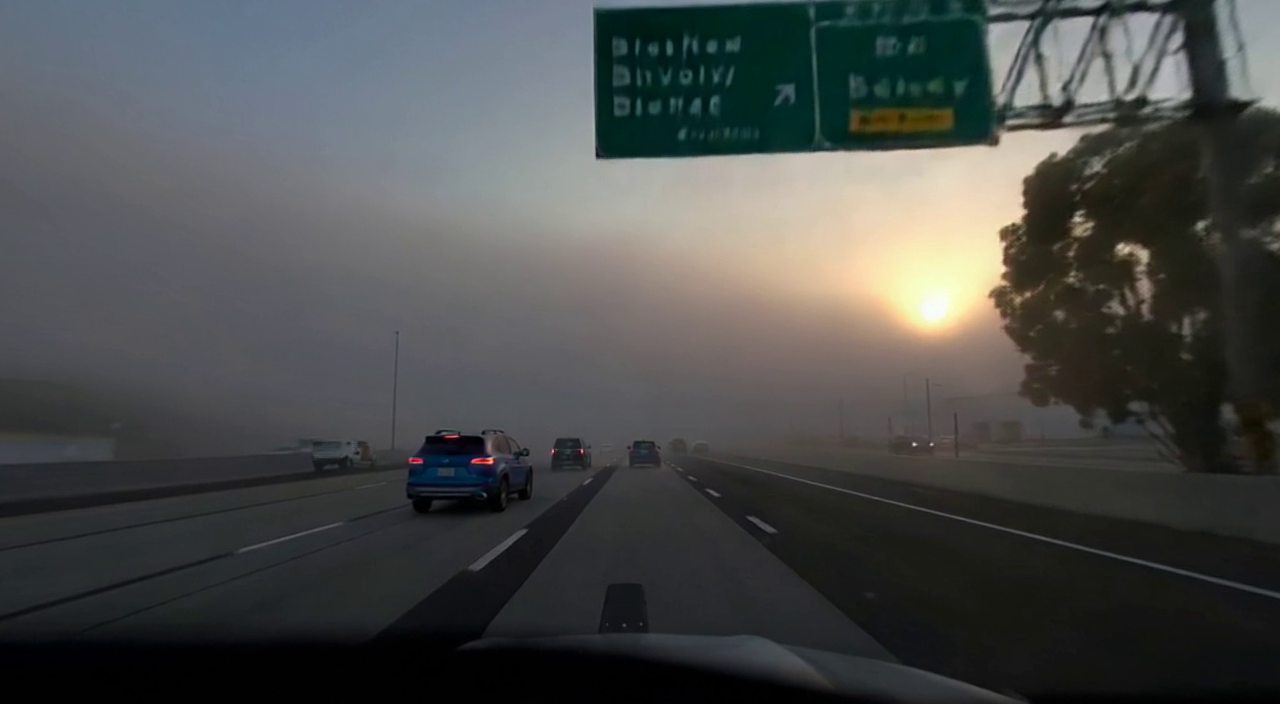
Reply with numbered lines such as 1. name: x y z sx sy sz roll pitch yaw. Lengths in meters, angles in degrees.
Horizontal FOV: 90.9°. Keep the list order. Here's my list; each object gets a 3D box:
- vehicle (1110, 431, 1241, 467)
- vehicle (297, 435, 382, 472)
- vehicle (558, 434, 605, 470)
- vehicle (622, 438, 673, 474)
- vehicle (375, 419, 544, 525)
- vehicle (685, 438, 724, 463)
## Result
1. vehicle: 23.086 4.205 27.459 1.809 1.431 4.430 0 -8 0
2. vehicle: -15.033 5.116 31.896 2.011 1.708 4.556 0 -8 1
3. vehicle: -2.954 5.173 32.908 2.007 1.730 4.412 0 -8 0
4. vehicle: 0.311 4.573 27.975 2.090 1.474 3.970 0 -8 0
5. vehicle: -3.264 2.275 12.494 1.961 1.687 4.453 0 -8 1
6. vehicle: 4.087 6.372 40.805 1.980 1.492 4.442 0 -8 -1
